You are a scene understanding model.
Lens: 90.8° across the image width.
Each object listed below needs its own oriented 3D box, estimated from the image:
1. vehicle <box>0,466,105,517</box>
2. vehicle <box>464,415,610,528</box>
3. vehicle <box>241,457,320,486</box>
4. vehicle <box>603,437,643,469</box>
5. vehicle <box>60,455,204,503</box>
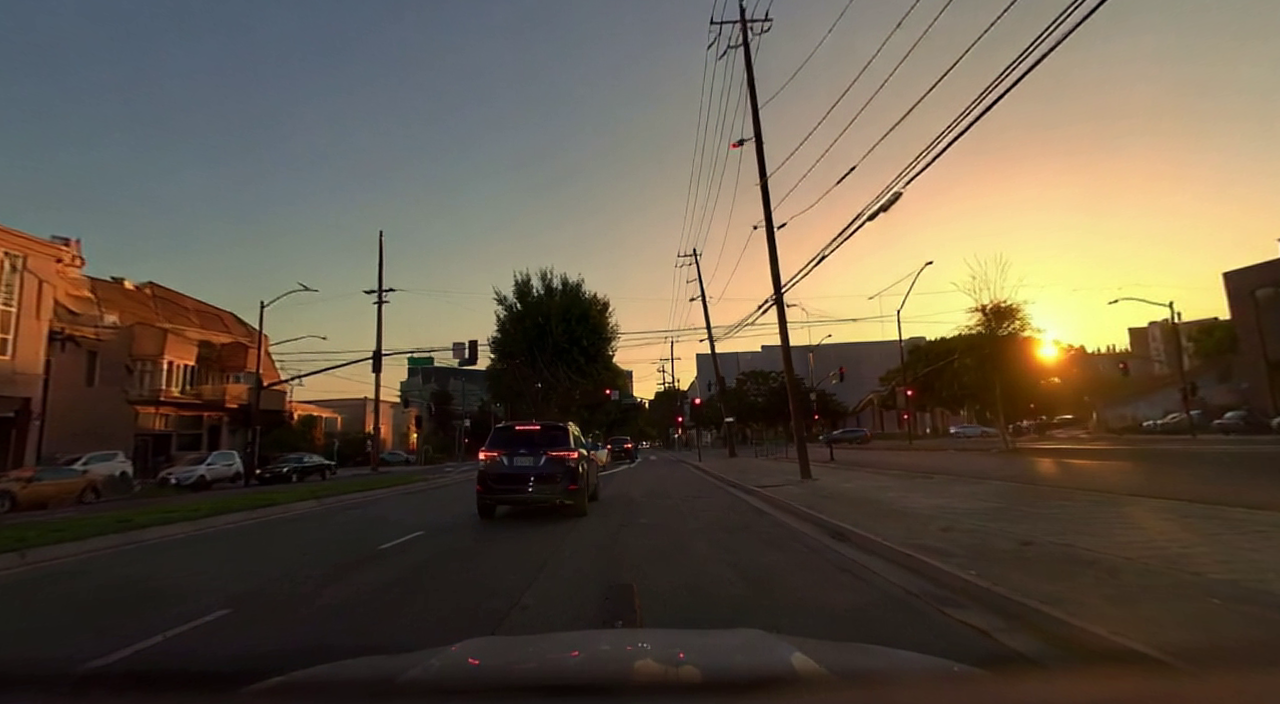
[{"bbox_3d":[-20.203,4.490,20.533,1.790,1.415,4.450,0,-9,-2],"label":"vehicle"},{"bbox_3d":[-1.712,2.191,12.012,2.022,1.757,4.041,0,-9,1],"label":"vehicle"},{"bbox_3d":[-20.130,6.678,35.590,1.826,1.430,4.426,0,-9,0],"label":"vehicle"},{"bbox_3d":[-0.927,5.777,36.235,2.144,1.681,3.855,0,-9,0],"label":"vehicle"},{"bbox_3d":[-20.121,5.012,25.333,1.989,1.689,4.388,0,-9,2],"label":"vehicle"}]
